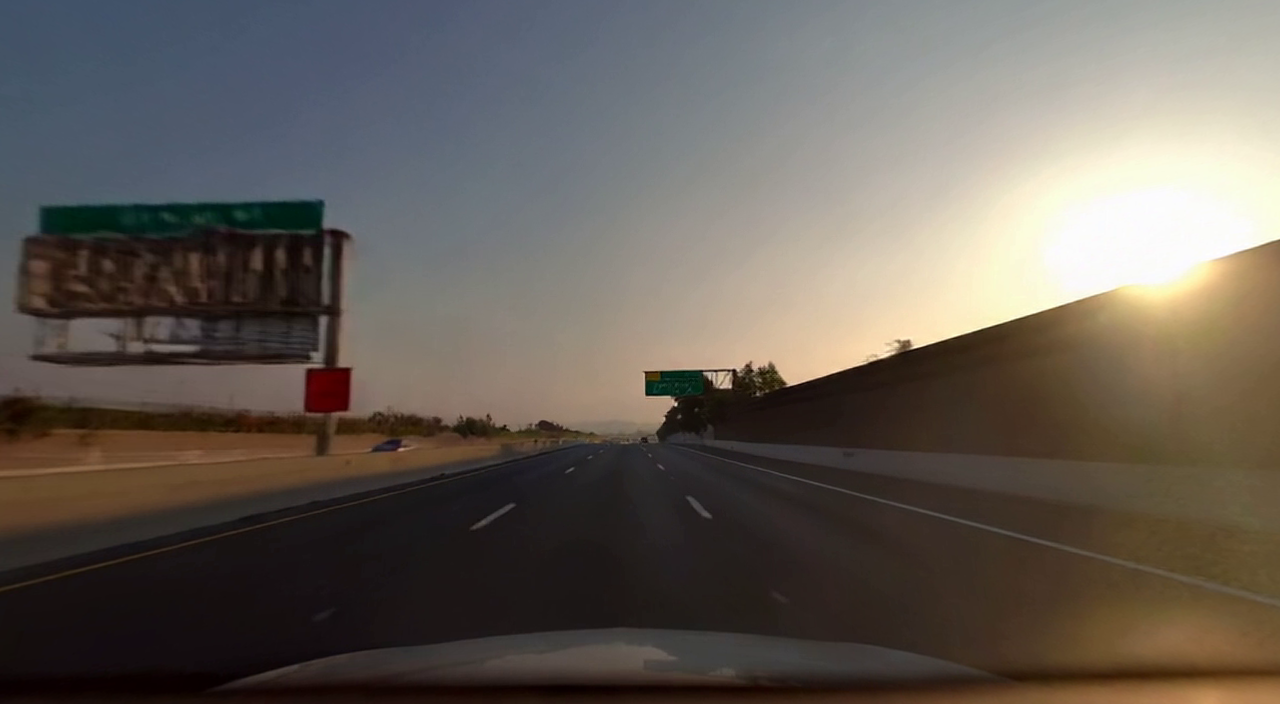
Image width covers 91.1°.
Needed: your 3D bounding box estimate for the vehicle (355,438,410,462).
[{"bbox_3d":[-17.456,6.633,42.873,1.902,1.512,4.474,0,-8,-1],"label":"vehicle"}]
